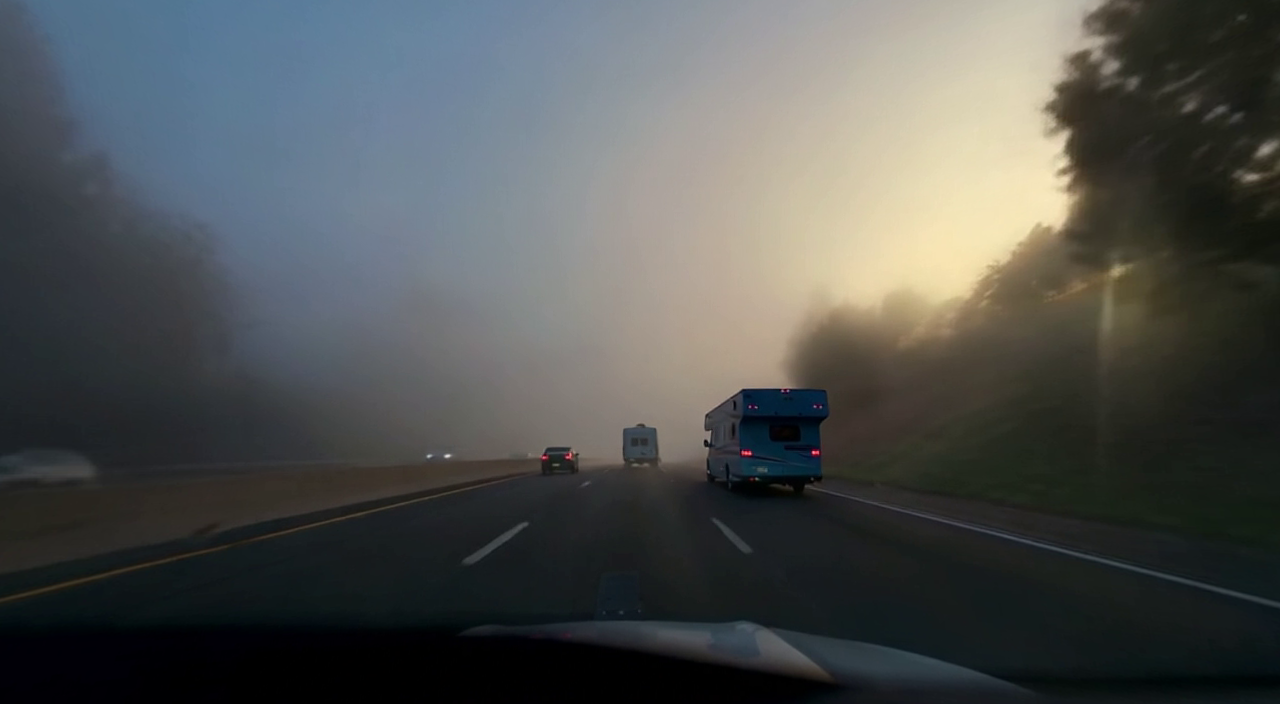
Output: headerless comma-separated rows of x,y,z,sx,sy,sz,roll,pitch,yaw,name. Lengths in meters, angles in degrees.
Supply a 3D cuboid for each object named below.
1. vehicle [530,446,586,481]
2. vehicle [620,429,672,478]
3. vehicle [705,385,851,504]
-3.750,5.218,29.708,1.959,1.502,4.559,0,-9,1,vehicle
0.280,5.306,33.084,2.524,2.310,4.986,0,-9,0,vehicle
3.779,2.826,19.247,2.607,2.910,7.252,0,-9,-2,vehicle
